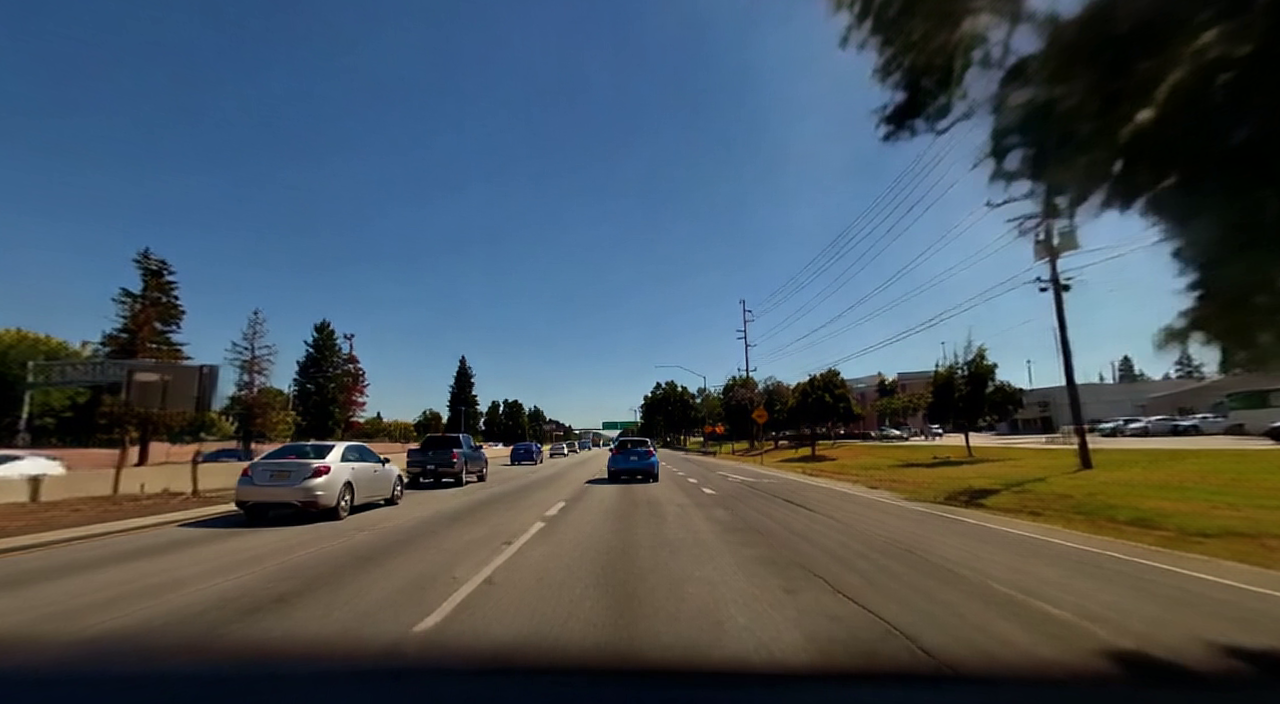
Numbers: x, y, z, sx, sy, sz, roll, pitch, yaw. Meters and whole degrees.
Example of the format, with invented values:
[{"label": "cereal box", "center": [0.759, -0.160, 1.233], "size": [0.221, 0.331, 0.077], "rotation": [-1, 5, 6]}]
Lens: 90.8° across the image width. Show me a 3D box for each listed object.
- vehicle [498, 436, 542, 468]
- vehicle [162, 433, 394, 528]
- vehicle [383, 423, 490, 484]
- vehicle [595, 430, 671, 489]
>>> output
[{"label": "vehicle", "center": [-7.131, 5.967, 37.918], "size": [1.914, 1.756, 4.179], "rotation": [0, -8, -2]}, {"label": "vehicle", "center": [-6.677, 2.391, 12.411], "size": [1.900, 1.483, 4.547], "rotation": [0, -8, 0]}, {"label": "vehicle", "center": [-6.995, 3.557, 22.390], "size": [2.144, 1.905, 4.967], "rotation": [0, -8, 0]}, {"label": "vehicle", "center": [-0.216, 3.346, 20.001], "size": [2.140, 1.653, 4.108], "rotation": [0, -8, -1]}]
